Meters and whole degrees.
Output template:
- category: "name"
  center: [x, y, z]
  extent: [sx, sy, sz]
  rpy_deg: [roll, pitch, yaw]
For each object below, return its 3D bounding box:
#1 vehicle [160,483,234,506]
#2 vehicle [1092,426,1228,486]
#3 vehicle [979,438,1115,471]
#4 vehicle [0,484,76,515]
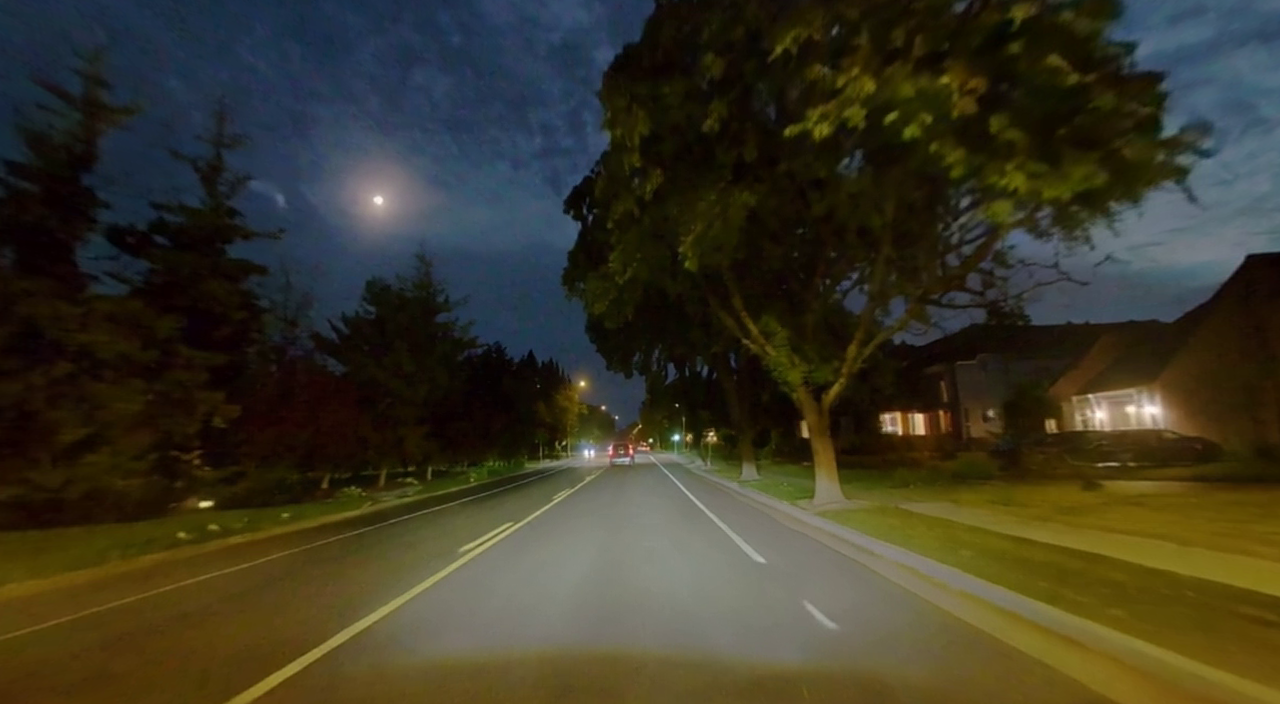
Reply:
- category: "vehicle"
  center: [-29.470, 9.471, 42.072]
  extent: [3.675, 1.432, 1.636]
  rpy_deg: [0, -9, 3]
- category: "vehicle"
  center: [17.843, 3.572, 21.903]
  extent: [1.999, 1.901, 3.073]
  rpy_deg: [0, -9, 0]
- category: "vehicle"
  center: [14.472, 3.690, 22.836]
  extent: [1.987, 1.039, 4.499]
  rpy_deg: [0, -9, 0]
- category: "vehicle"
  center: [-30.996, 7.418, 31.857]
  extent: [3.502, 1.310, 1.729]
  rpy_deg: [0, -8, 5]
